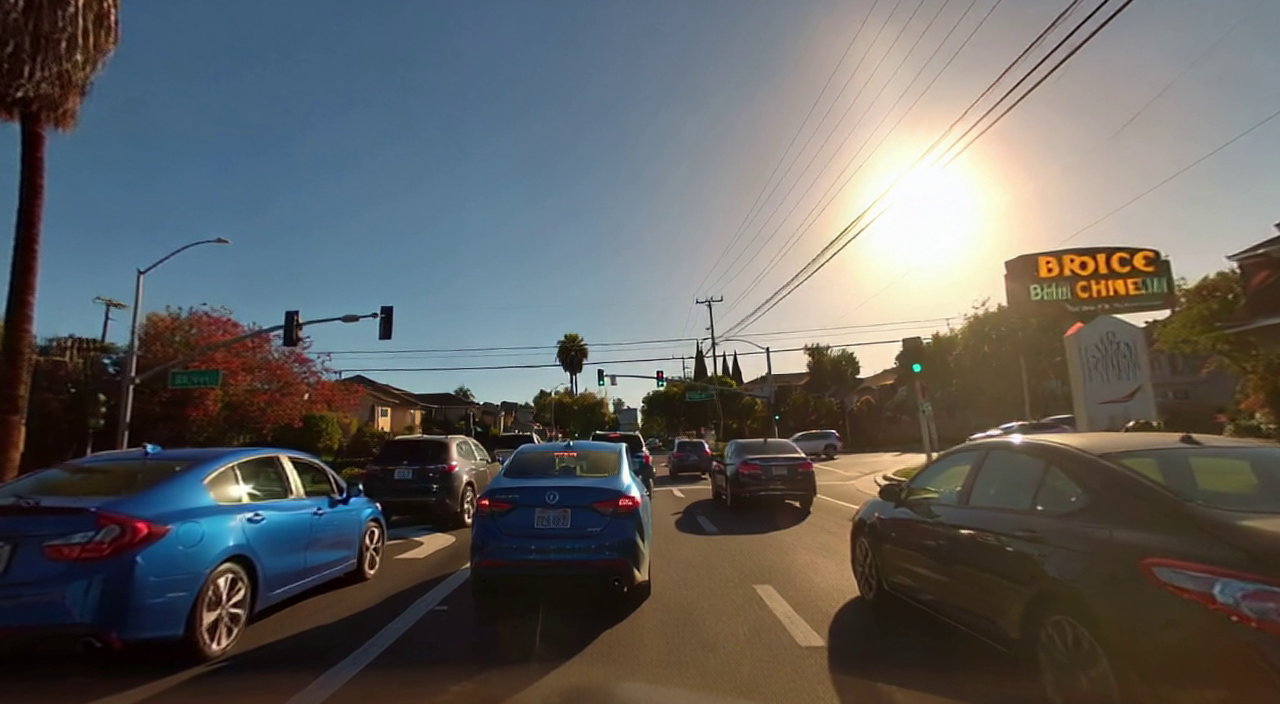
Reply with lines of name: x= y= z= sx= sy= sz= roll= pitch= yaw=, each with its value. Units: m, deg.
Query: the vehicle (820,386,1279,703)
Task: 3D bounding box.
vehicle: x=2.773 y=1.140 z=3.847 sx=2.014 sy=1.464 sz=4.312 roll=0 pitch=-9 yaw=-1

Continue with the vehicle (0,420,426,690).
vehicle: x=-3.662 y=1.459 z=5.779 sx=2.058 sy=1.474 sz=4.473 roll=0 pitch=-9 yaw=-3

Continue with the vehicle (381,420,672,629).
vehicle: x=-0.866 y=1.547 z=6.588 sx=2.104 sy=1.500 sz=3.815 roll=0 pitch=-9 yaw=-1

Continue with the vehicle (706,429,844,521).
vehicle: x=2.634 y=2.512 z=13.435 sx=1.956 sy=1.615 sz=4.205 roll=0 pitch=-9 yaw=-1

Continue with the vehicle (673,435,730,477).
vehicle: x=2.688 y=4.687 z=28.647 sx=2.063 sy=1.750 sz=4.410 roll=0 pitch=-9 yaw=-1
